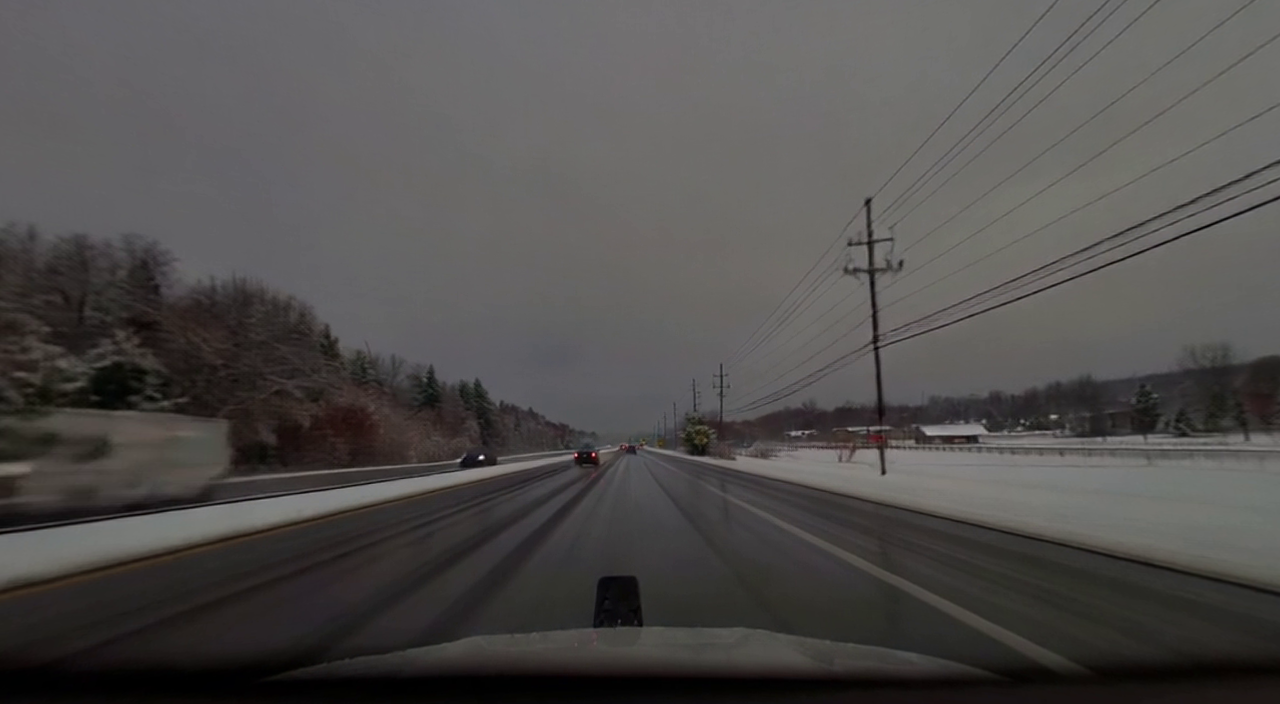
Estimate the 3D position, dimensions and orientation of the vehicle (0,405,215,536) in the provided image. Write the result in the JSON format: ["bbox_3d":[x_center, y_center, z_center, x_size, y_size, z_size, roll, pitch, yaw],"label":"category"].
[{"bbox_3d":[-12.740,2.597,14.277,2.329,2.393,5.349,0,-9,-1],"label":"vehicle"}]

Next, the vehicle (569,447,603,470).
[{"bbox_3d":[-3.881,7.741,45.642,2.123,1.545,4.404,0,-9,0],"label":"vehicle"}]
